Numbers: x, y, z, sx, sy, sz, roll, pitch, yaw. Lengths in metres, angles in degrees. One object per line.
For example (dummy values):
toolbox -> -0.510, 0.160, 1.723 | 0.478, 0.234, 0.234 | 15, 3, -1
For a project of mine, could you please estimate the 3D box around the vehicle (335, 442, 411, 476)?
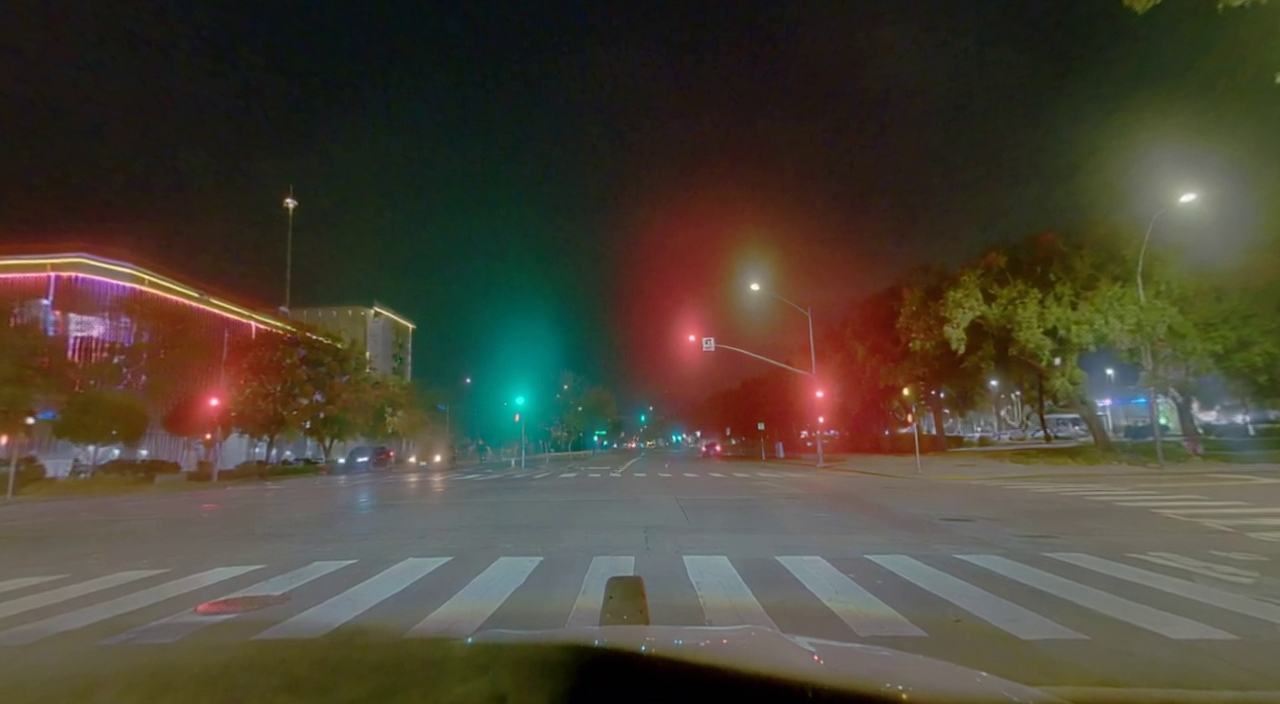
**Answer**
vehicle -> -14.832, 5.926, 35.367 | 2.169, 1.753, 4.640 | 0, -8, 1
